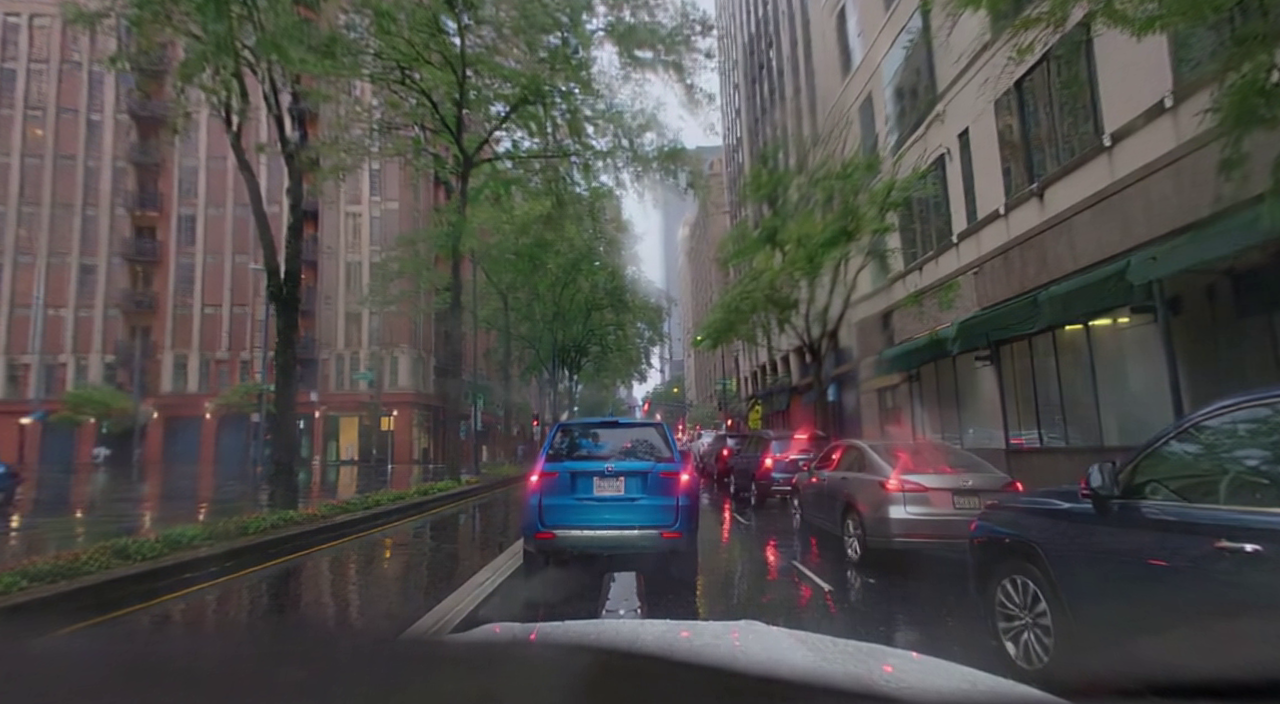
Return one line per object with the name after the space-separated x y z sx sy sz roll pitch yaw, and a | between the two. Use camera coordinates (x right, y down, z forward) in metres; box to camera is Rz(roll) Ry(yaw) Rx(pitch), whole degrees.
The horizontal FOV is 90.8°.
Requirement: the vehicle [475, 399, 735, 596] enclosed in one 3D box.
-0.357 1.568 7.600 2.249 1.684 4.084 0 -9 -2 | vehicle

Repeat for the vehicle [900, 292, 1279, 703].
2.998 0.747 2.246 2.063 1.760 4.664 0 -9 -1 | vehicle

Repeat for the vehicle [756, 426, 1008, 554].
3.287 1.973 9.806 1.941 1.482 4.632 0 -9 -2 | vehicle
